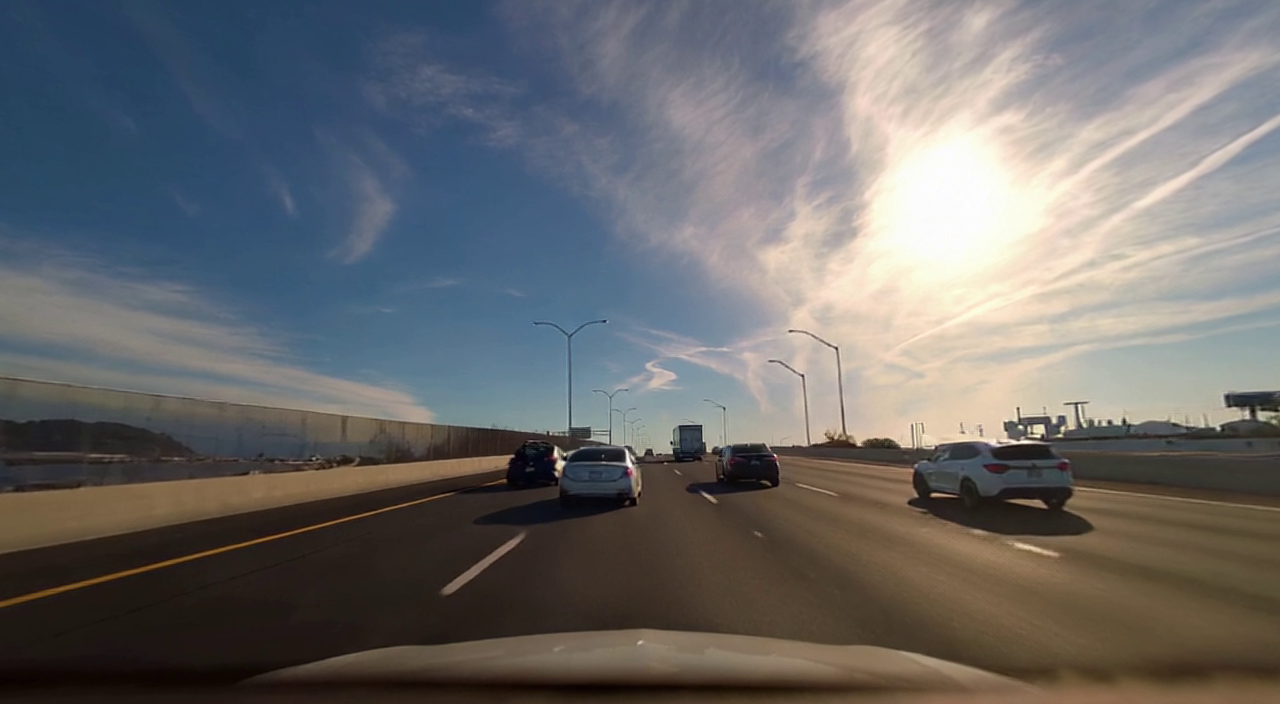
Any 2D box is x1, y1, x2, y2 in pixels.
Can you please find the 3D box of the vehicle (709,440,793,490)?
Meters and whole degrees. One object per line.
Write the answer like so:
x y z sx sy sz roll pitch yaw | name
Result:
3.575 3.714 21.176 1.942 1.453 4.329 0 -8 -1 | vehicle

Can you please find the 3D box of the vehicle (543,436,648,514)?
-0.877 2.845 15.273 2.067 1.555 4.851 -1 -8 2 | vehicle

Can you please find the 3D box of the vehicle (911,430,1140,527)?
7.047 2.314 12.135 1.860 1.520 3.961 0 -8 0 | vehicle

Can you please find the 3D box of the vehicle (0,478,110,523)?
-37.735 9.300 39.946 2.658 2.105 7.468 1 -8 -8 | vehicle

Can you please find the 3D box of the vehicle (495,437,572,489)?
-3.713 3.945 22.788 2.036 1.669 4.112 -1 -8 1 | vehicle
